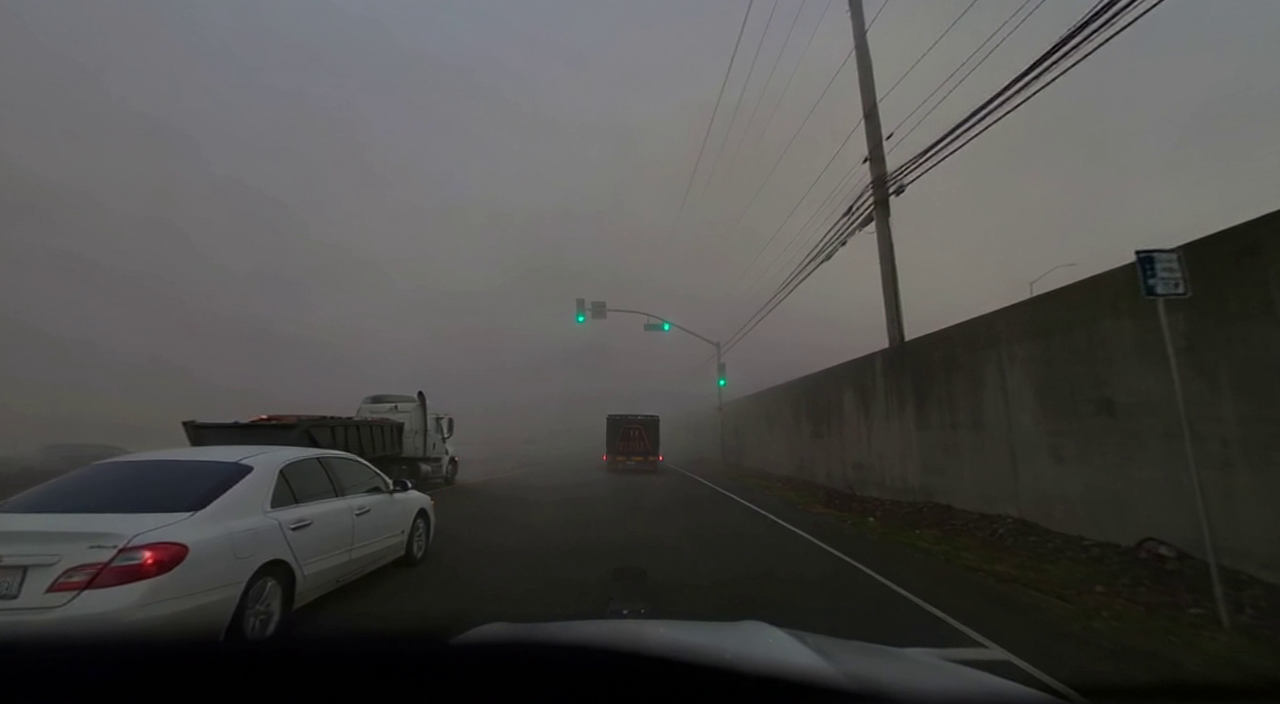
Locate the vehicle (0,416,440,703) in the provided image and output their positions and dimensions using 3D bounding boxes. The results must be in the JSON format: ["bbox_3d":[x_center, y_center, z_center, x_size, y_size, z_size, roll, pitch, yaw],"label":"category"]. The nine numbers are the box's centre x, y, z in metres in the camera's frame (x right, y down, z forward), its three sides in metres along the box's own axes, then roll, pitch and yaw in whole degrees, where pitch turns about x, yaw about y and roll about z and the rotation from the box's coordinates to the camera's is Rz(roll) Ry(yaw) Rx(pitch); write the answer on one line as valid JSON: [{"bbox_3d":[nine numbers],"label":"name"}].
[{"bbox_3d":[-3.711,1.452,5.807,2.019,1.480,4.966,-1,-8,1],"label":"vehicle"}]

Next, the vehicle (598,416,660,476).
[{"bbox_3d":[-0.505,4.031,27.089,2.355,2.305,5.336,0,-9,-2],"label":"vehicle"}]

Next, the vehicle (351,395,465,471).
[{"bbox_3d":[-12.945,4.735,36.299,3.016,3.847,8.707,-1,-8,2],"label":"vehicle"}]
